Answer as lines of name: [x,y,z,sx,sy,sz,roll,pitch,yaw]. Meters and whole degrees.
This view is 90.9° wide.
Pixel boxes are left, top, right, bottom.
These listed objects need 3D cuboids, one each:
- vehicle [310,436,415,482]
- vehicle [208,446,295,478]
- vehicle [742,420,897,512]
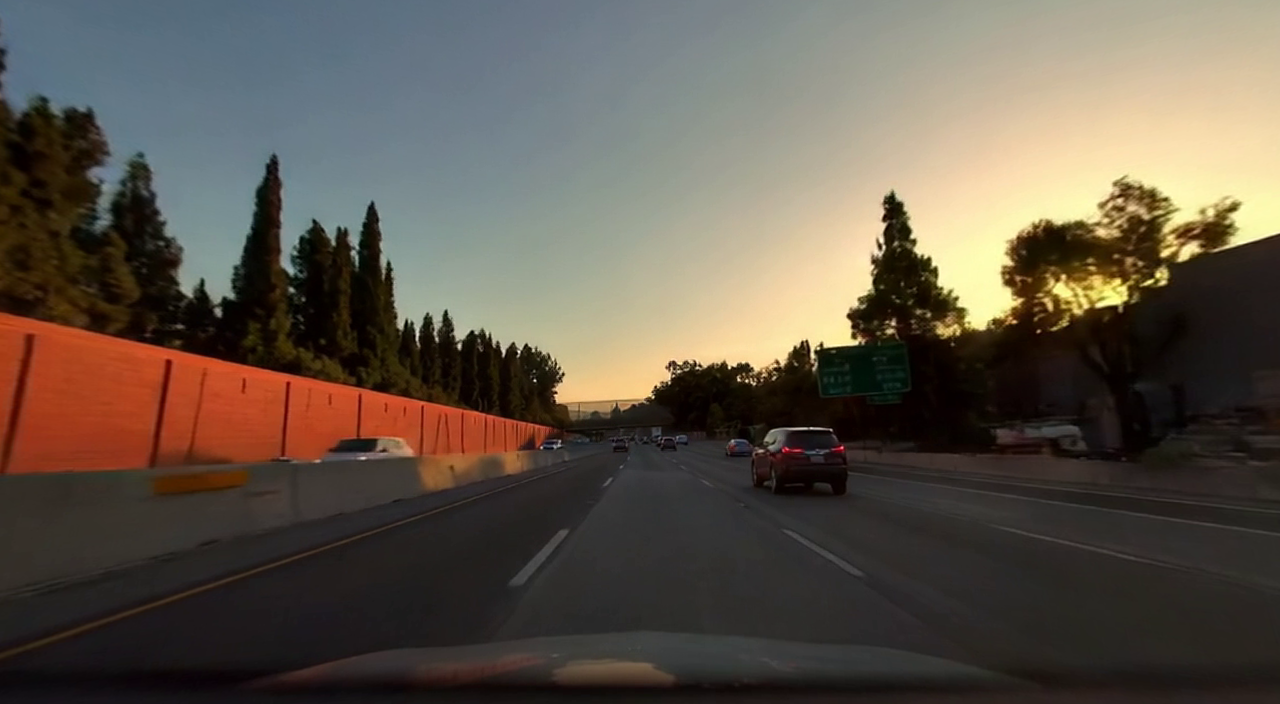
vehicle: [-10.842,4.195,25.072,2.115,1.642,4.503,0,-8,0]
vehicle: [-21.706,6.129,35.469,2.108,1.664,4.363,0,-8,0]
vehicle: [3.901,2.579,14.755,2.190,1.783,4.637,0,-8,-1]
